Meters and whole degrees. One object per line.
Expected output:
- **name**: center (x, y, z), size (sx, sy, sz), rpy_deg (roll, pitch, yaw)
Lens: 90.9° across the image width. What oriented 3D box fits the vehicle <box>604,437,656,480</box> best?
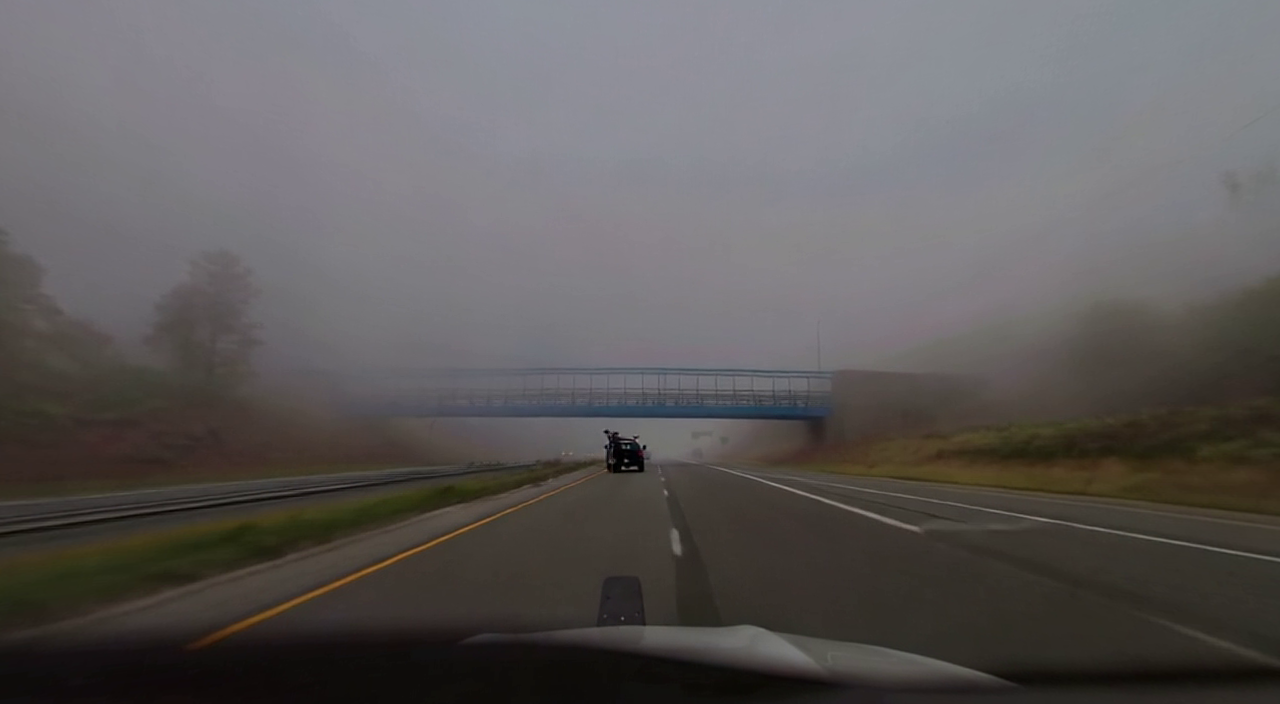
- **vehicle**: center (-0.397, 5.306, 31.668), size (2.369, 1.948, 5.343), rpy_deg (0, -9, 2)
